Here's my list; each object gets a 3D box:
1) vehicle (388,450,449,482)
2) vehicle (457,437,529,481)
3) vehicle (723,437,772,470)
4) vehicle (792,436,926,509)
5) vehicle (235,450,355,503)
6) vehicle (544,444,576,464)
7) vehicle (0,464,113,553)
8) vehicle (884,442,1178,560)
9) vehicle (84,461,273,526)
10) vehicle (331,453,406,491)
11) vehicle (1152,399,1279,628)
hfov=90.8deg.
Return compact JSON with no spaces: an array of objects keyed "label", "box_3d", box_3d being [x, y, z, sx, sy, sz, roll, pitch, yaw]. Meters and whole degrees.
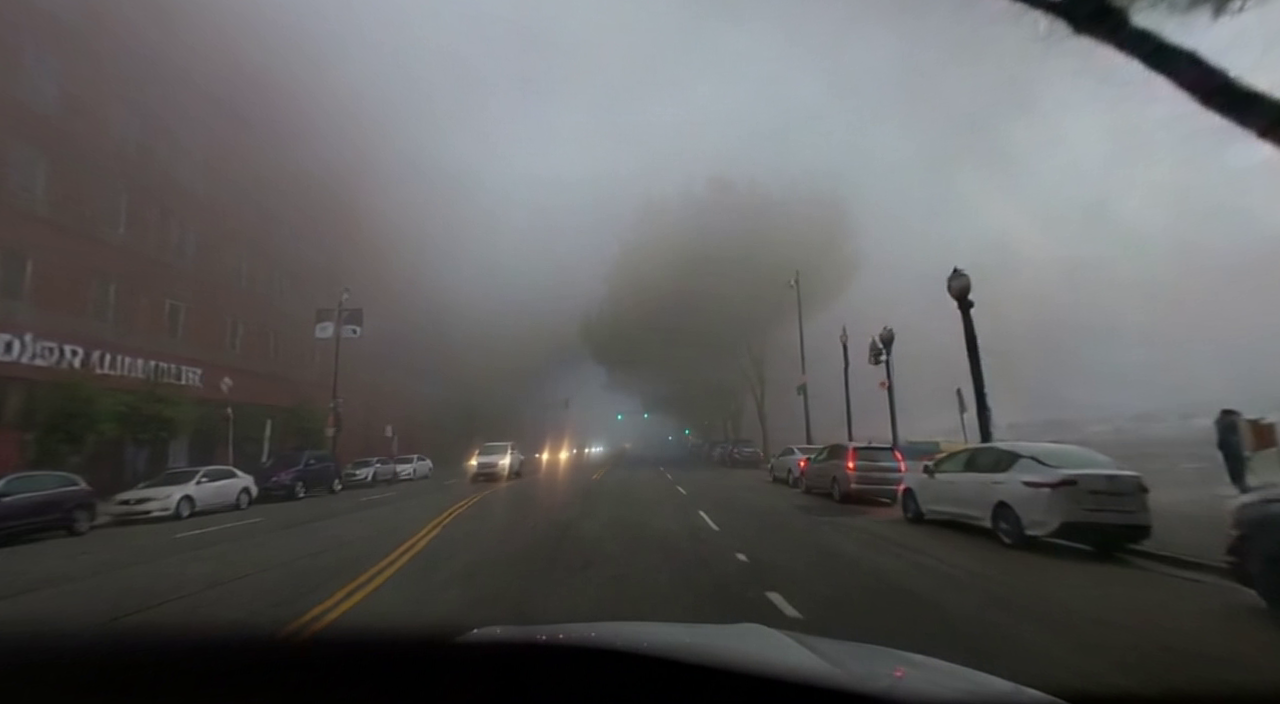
[{"label":"vehicle","box_3d":[-12.178,6.261,35.033,1.894,1.654,3.944,0,-8,0]},{"label":"vehicle","box_3d":[-6.371,4.700,27.966,2.095,1.759,4.413,0,-8,1]},{"label":"vehicle","box_3d":[6.040,5.785,36.128,2.047,1.720,4.353,0,-9,0]},{"label":"vehicle","box_3d":[5.562,3.092,16.725,1.899,1.642,4.463,0,-9,0]},{"label":"vehicle","box_3d":[-12.015,4.307,22.351,1.834,1.643,4.110,0,-8,1]},{"label":"vehicle","box_3d":[-6.255,8.005,49.780,1.898,1.532,4.337,0,-8,1]},{"label":"vehicle","box_3d":[-12.479,2.920,11.745,1.800,1.532,4.110,0,-8,0]},{"label":"vehicle","box_3d":[5.844,2.225,10.299,1.787,1.463,4.506,0,-8,-2]},{"label":"vehicle","box_3d":[-12.525,3.820,17.599,1.868,1.418,4.415,-2,-9,2]},{"label":"vehicle","box_3d":[-12.468,5.519,29.297,1.774,1.570,3.900,0,-8,-1]},{"label":"vehicle","box_3d":[6.004,1.078,3.737,1.991,1.771,4.604,0,-9,-1]}]
